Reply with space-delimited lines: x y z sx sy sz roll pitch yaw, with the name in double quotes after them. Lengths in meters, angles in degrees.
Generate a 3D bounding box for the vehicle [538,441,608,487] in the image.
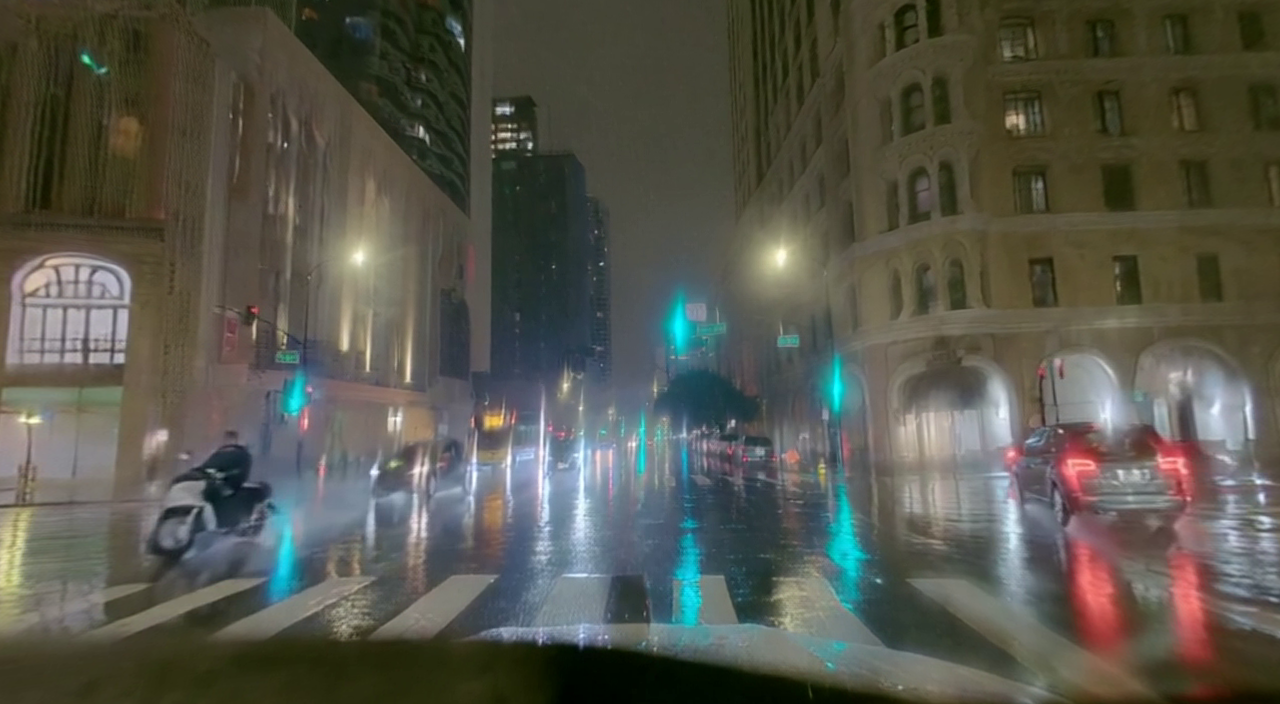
-2.430 3.808 21.819 1.904 1.402 4.759 2 -9 -12 "vehicle"

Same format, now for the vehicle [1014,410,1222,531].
7.532 1.858 10.517 1.912 1.505 4.889 -4 -9 28 "vehicle"

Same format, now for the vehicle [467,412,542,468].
-8.938 6.029 42.977 2.981 3.391 9.957 0 -8 0 "vehicle"

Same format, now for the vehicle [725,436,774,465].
6.242 5.647 36.298 1.926 1.574 3.961 0 -8 -2 "vehicle"

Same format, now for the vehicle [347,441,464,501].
-6.605 3.370 18.283 1.861 1.508 4.052 0 -8 0 "vehicle"
